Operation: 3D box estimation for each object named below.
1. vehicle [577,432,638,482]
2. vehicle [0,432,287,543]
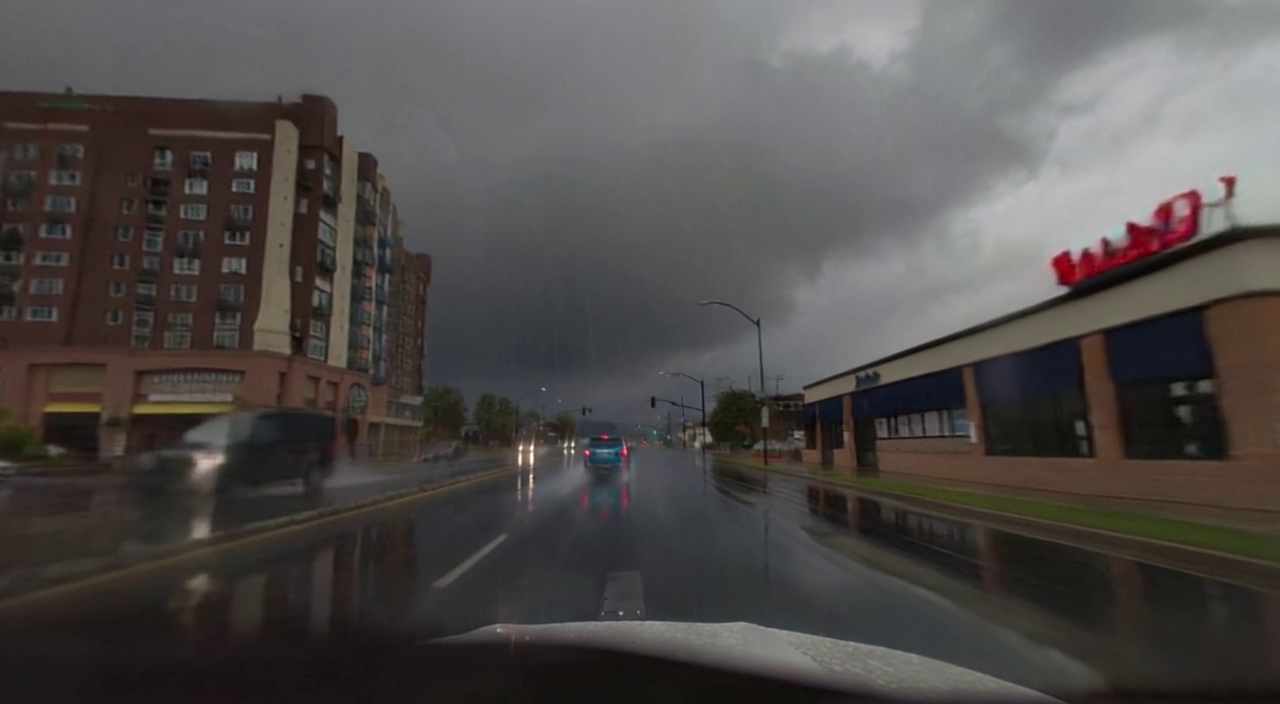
[{"bbox_3d":[-1.147,3.989,24.085,2.080,1.722,3.766,0,-8,0],"label":"vehicle"},{"bbox_3d":[-8.098,2.153,10.653,1.899,1.495,4.093,0,-8,-1],"label":"vehicle"}]
